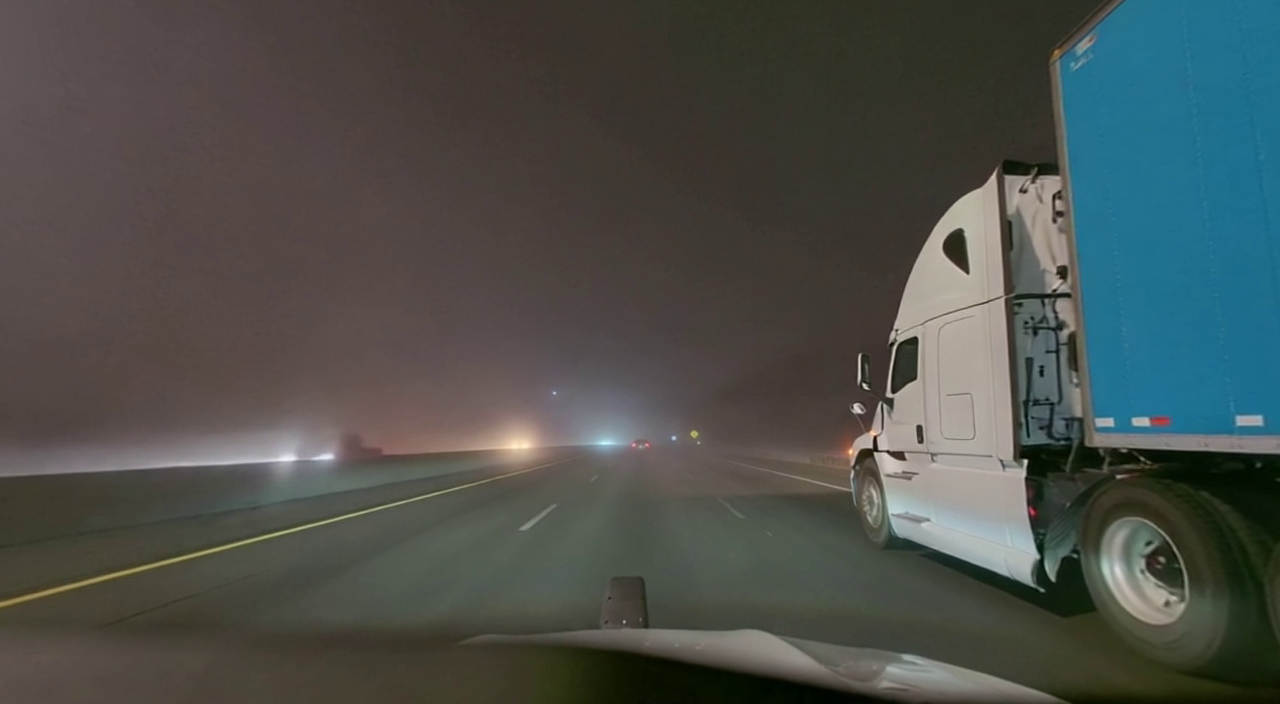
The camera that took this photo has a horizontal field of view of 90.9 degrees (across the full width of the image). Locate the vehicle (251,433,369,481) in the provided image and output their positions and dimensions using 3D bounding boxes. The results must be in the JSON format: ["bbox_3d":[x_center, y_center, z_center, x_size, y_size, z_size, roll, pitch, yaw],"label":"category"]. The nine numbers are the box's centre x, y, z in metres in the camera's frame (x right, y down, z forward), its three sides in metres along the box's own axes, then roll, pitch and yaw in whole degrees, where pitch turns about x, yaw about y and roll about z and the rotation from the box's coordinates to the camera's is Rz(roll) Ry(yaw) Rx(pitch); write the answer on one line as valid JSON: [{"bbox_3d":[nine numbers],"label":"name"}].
[{"bbox_3d":[-13.528,4.334,26.309,2.123,1.777,5.035,0,-8,1],"label":"vehicle"}]

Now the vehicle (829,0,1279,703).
[{"bbox_3d":[3.658,-0.216,2.599,3.012,3.768,8.945,0,-8,1],"label":"vehicle"}]
